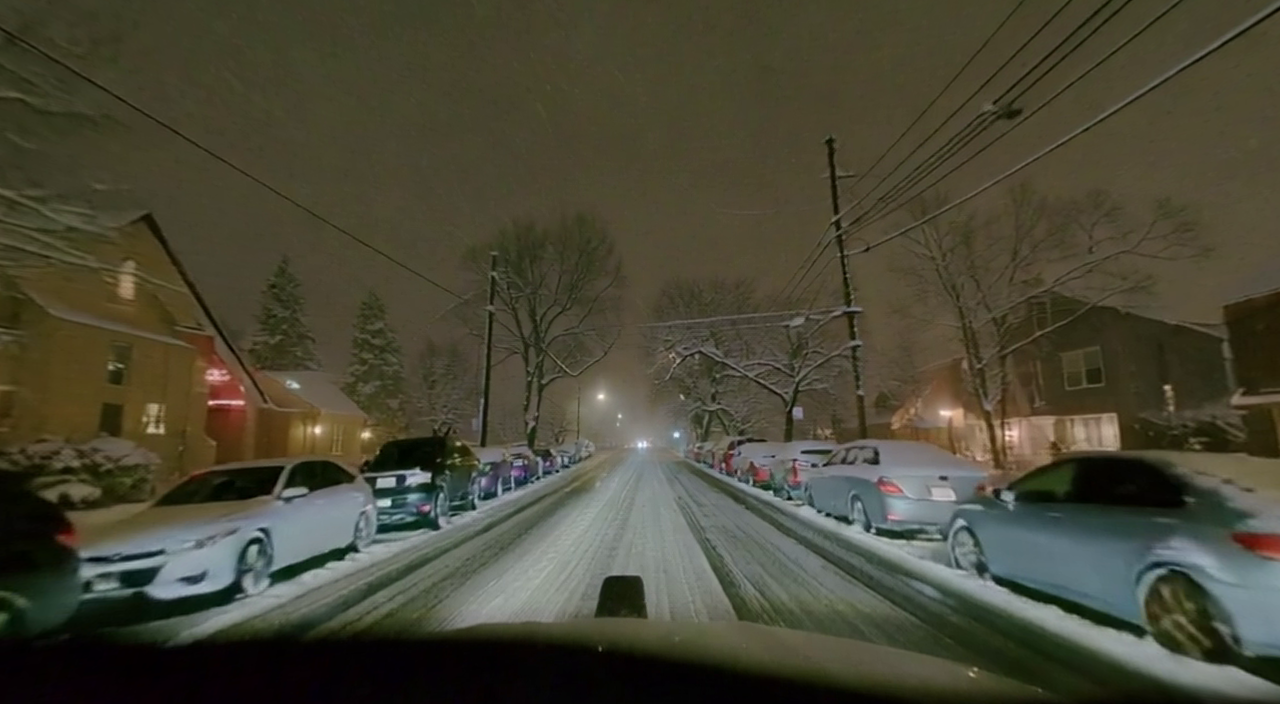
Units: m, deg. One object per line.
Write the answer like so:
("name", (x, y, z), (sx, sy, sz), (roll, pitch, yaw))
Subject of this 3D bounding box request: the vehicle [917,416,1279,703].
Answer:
("vehicle", (4.022, 1.327, 4.722), (1.862, 1.525, 4.421), (0, -8, 0))

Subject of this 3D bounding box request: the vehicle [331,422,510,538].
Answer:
("vehicle", (-4.655, 2.727, 14.393), (2.239, 1.970, 5.558), (-4, -7, -2))

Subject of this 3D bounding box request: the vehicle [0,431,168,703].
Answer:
("vehicle", (-4.549, 1.118, 2.674), (1.870, 1.562, 4.212), (0, -8, -2))

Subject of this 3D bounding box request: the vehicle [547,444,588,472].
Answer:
("vehicle", (-4.379, 6.457, 38.505), (2.013, 1.645, 4.318), (0, -8, 0))

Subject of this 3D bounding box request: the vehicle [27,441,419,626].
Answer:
("vehicle", (-4.490, 1.925, 7.870), (1.920, 1.501, 4.552), (-2, -8, -2))
